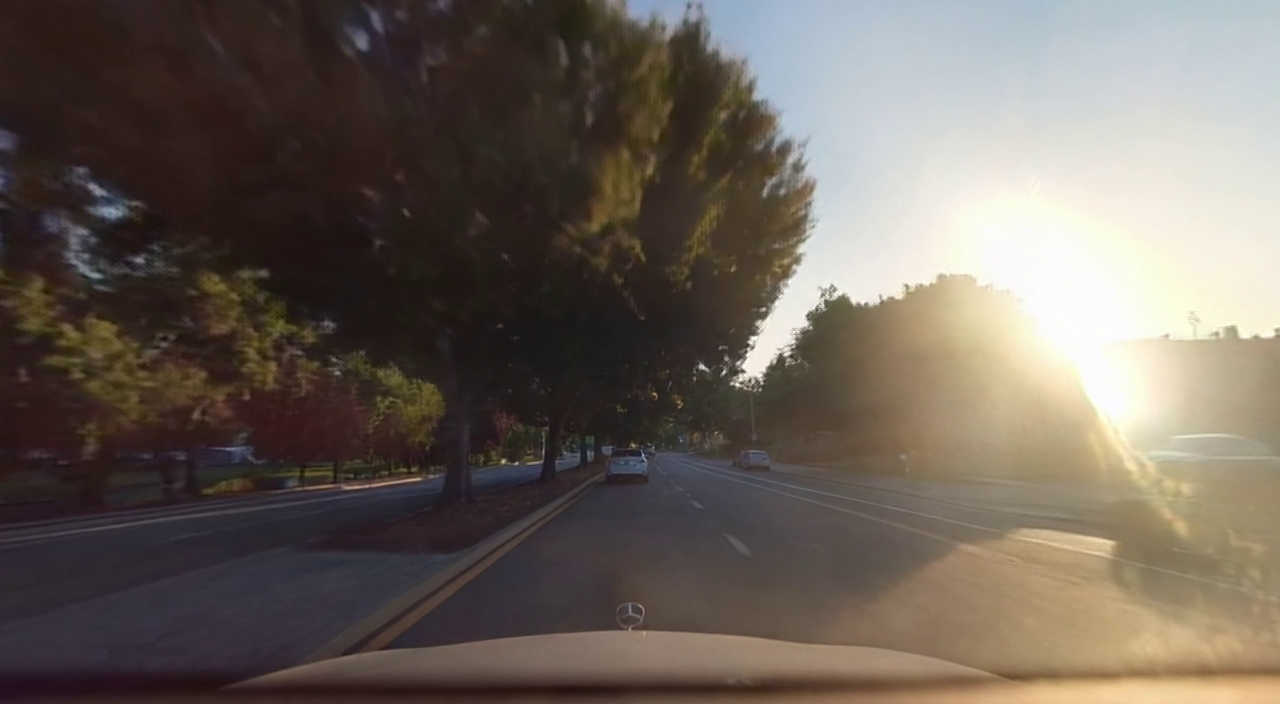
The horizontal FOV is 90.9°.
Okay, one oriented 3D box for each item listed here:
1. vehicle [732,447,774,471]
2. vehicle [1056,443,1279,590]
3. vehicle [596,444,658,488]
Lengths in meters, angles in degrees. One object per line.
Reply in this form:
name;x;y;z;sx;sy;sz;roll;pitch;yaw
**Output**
vehicle;7.705;7.350;43.433;2.164;1.511;4.571;0;-8;1
vehicle;7.506;1.796;7.262;2.131;1.474;4.752;0;-8;-1
vehicle;-0.418;4.194;23.576;2.099;1.470;4.302;0;-8;0
